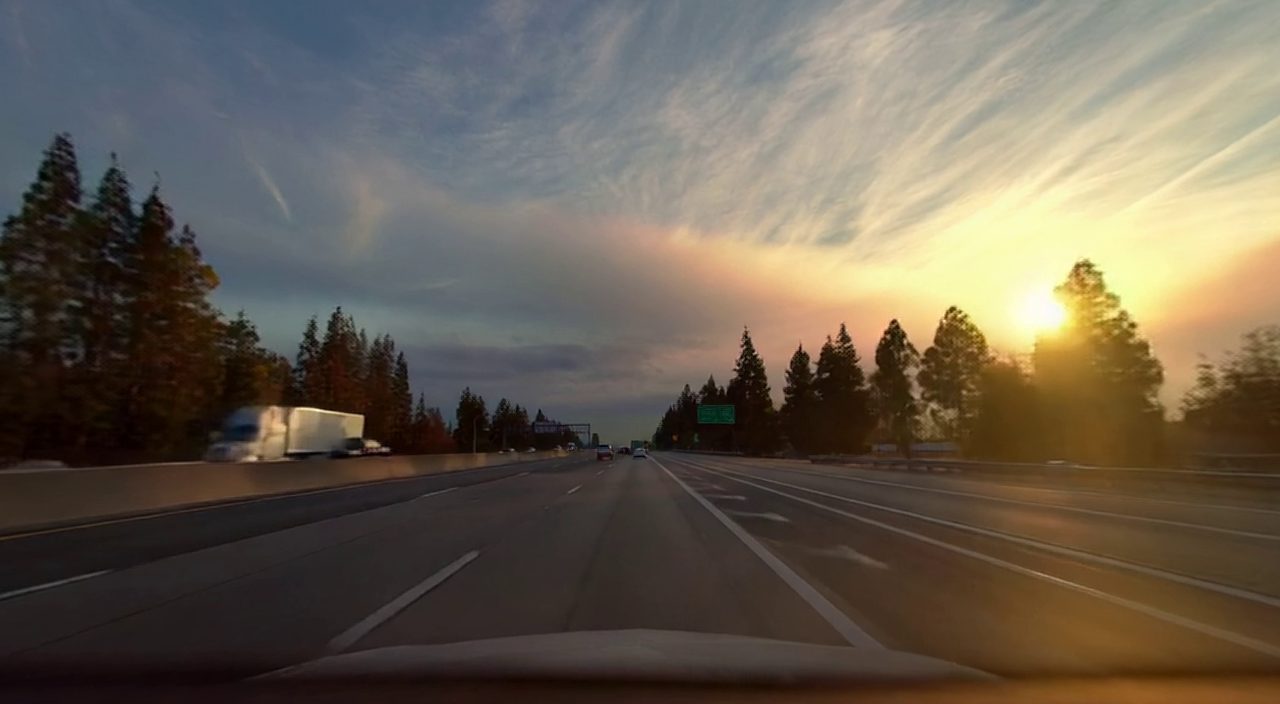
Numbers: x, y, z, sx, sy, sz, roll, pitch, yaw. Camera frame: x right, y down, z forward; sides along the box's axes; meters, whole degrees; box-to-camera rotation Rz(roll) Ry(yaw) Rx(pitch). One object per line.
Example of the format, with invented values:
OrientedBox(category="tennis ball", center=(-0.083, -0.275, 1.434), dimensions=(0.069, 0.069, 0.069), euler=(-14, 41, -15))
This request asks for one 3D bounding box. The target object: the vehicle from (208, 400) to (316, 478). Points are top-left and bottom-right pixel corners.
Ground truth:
OrientedBox(category="vehicle", center=(-19.769, 4.628, 33.331), dimensions=(2.832, 3.799, 4.192), euler=(0, -9, 1))
